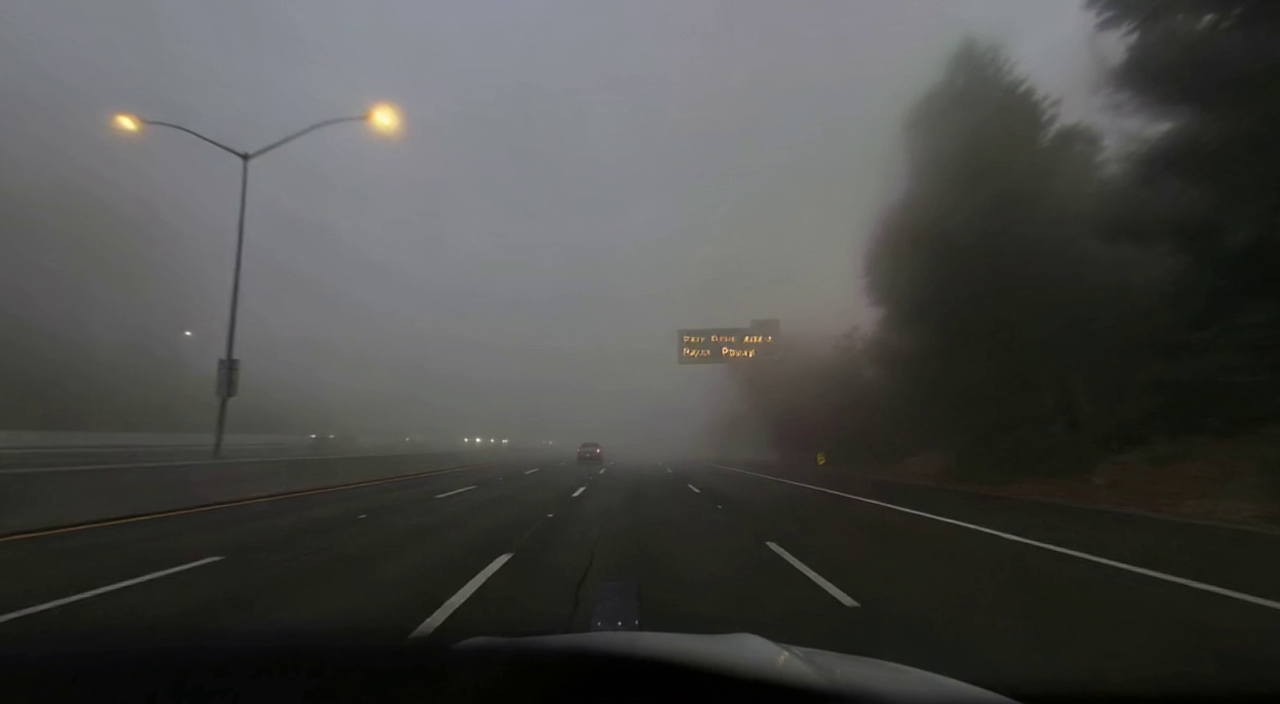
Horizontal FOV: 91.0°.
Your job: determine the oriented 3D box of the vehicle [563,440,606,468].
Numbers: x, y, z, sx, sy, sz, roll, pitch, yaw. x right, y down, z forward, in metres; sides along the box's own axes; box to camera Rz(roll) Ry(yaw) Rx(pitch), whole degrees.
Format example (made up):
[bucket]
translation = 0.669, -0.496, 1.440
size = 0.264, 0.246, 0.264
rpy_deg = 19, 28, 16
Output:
[vehicle]
translation = -3.280, 6.114, 37.934
size = 2.088, 1.565, 4.410
rpy_deg = 0, -8, 1
